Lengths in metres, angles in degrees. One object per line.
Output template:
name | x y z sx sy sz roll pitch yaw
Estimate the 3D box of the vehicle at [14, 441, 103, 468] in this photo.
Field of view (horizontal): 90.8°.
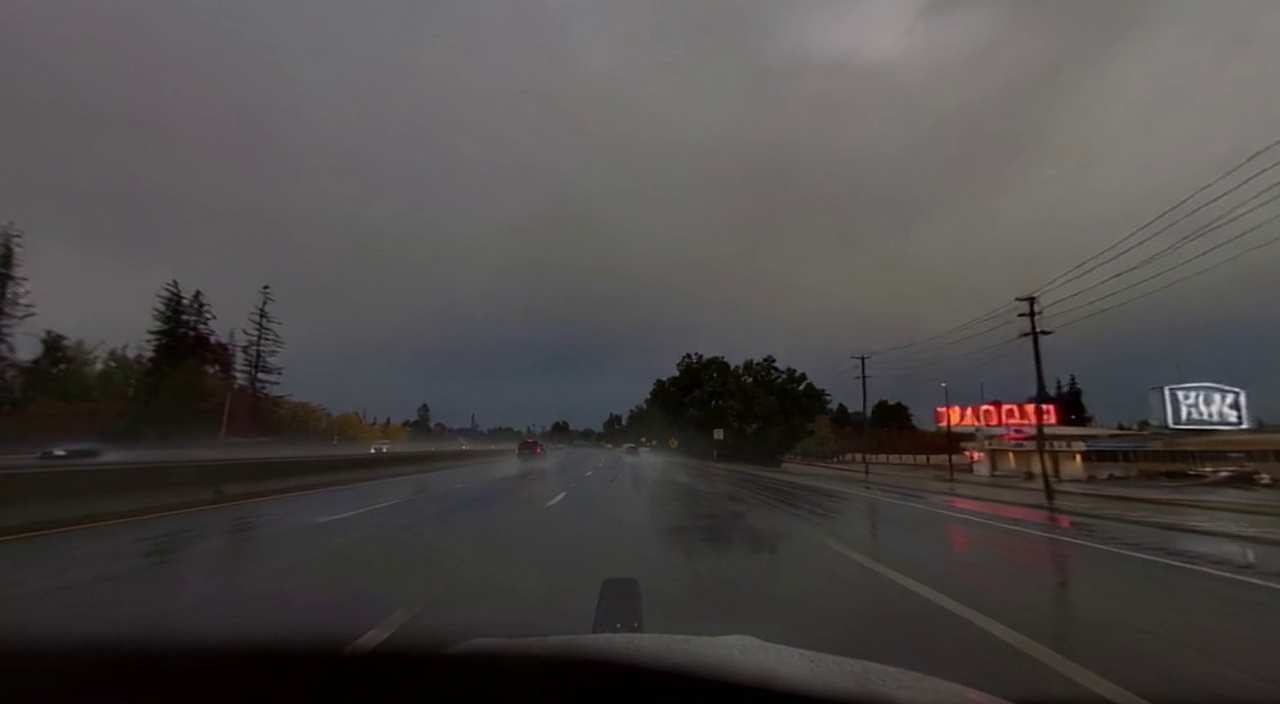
vehicle | -41.537 7.313 45.304 2.052 1.863 4.692 0 -8 -3
